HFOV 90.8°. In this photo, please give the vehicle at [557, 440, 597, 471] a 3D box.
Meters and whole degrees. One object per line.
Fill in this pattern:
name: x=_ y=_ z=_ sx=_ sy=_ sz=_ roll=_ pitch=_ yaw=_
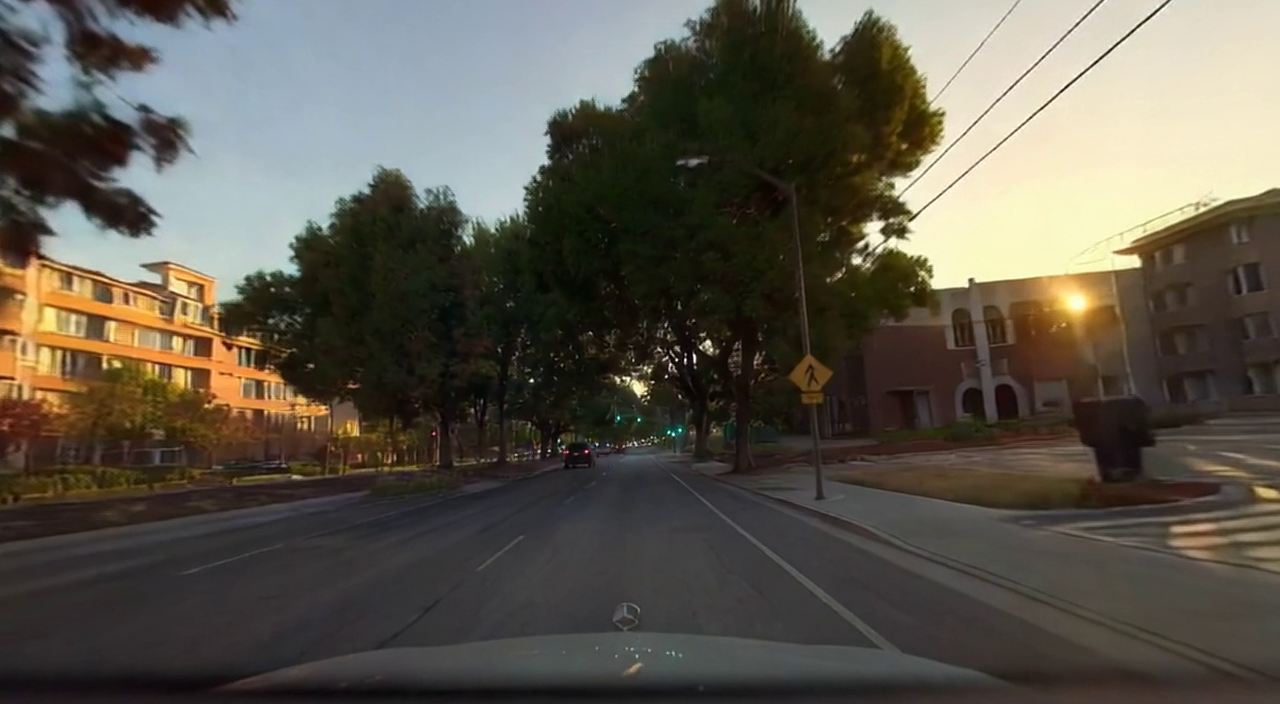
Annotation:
vehicle: x=-3.678 y=6.112 z=37.590 sx=1.959 sy=1.741 sz=4.141 roll=0 pitch=-8 yaw=1
